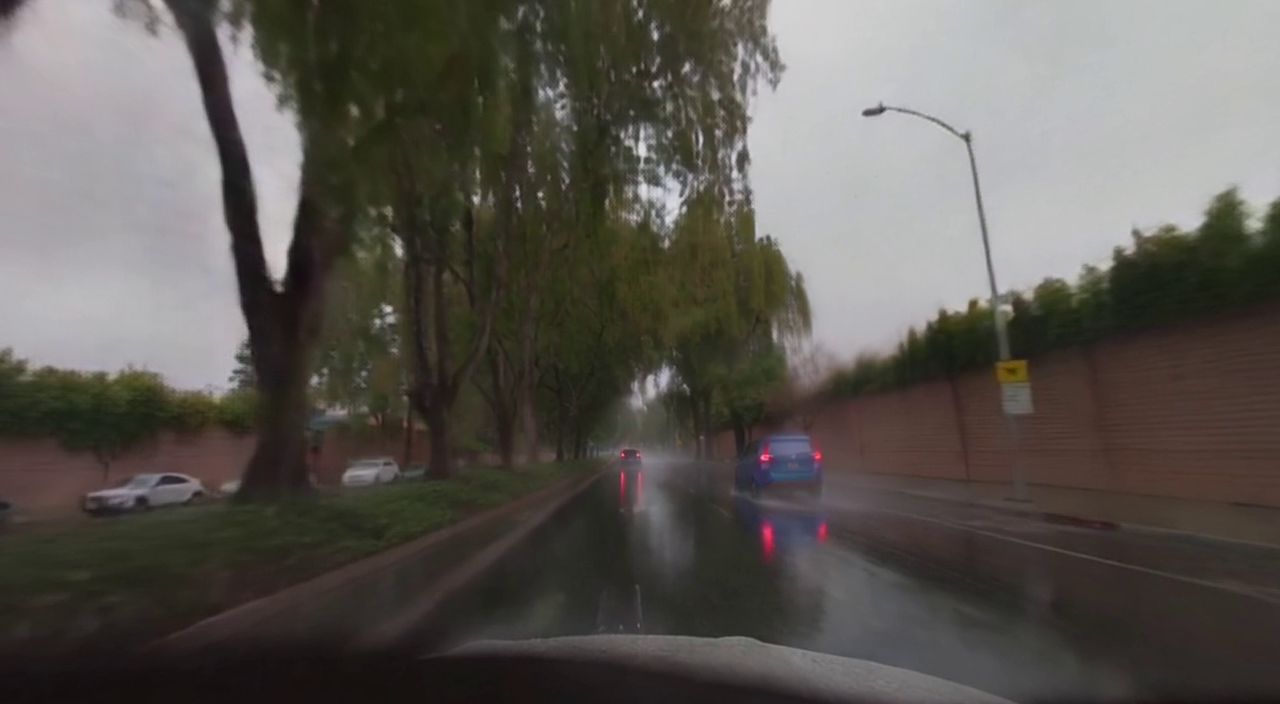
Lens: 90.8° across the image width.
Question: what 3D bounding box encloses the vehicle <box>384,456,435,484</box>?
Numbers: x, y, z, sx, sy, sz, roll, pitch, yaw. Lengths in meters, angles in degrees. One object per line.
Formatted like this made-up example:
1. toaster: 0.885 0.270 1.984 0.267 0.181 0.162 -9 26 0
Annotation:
1. vehicle: -17.599 9.010 48.547 2.075 1.909 5.064 -1 -8 -1

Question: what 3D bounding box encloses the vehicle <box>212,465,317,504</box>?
1. vehicle: -17.575 6.202 29.882 2.071 1.489 4.724 -1 -9 0

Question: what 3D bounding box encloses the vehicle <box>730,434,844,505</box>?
1. vehicle: 4.084 3.353 18.477 2.155 1.752 4.456 -1 -9 -1

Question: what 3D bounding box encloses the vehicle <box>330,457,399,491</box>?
1. vehicle: -17.335 7.688 40.100 2.096 1.816 5.362 -4 -9 -1

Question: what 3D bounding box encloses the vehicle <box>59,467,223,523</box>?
1. vehicle: -17.442 4.989 22.453 2.099 1.558 4.533 -1 -9 0
